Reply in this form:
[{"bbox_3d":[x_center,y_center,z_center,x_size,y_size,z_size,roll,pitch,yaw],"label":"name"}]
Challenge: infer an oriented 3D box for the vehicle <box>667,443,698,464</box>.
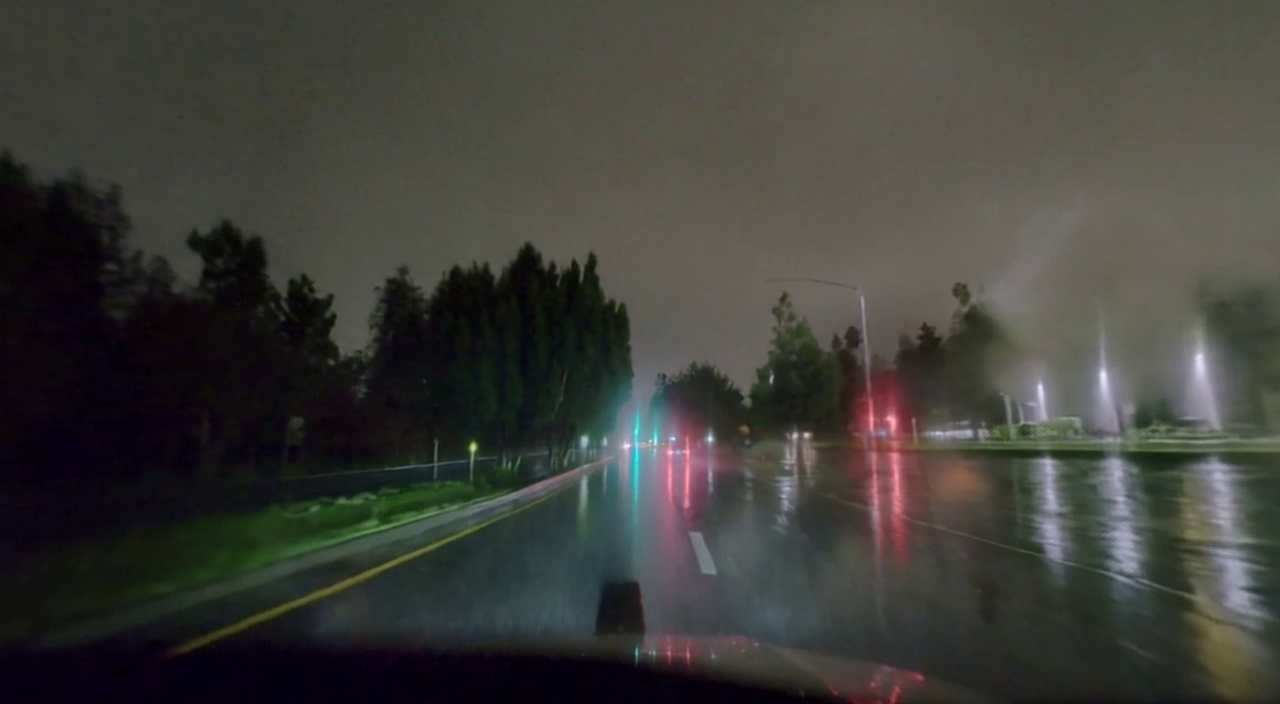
[{"bbox_3d":[3.146,7.667,47.747,1.925,1.488,4.271,0,-8,-1],"label":"vehicle"}]
